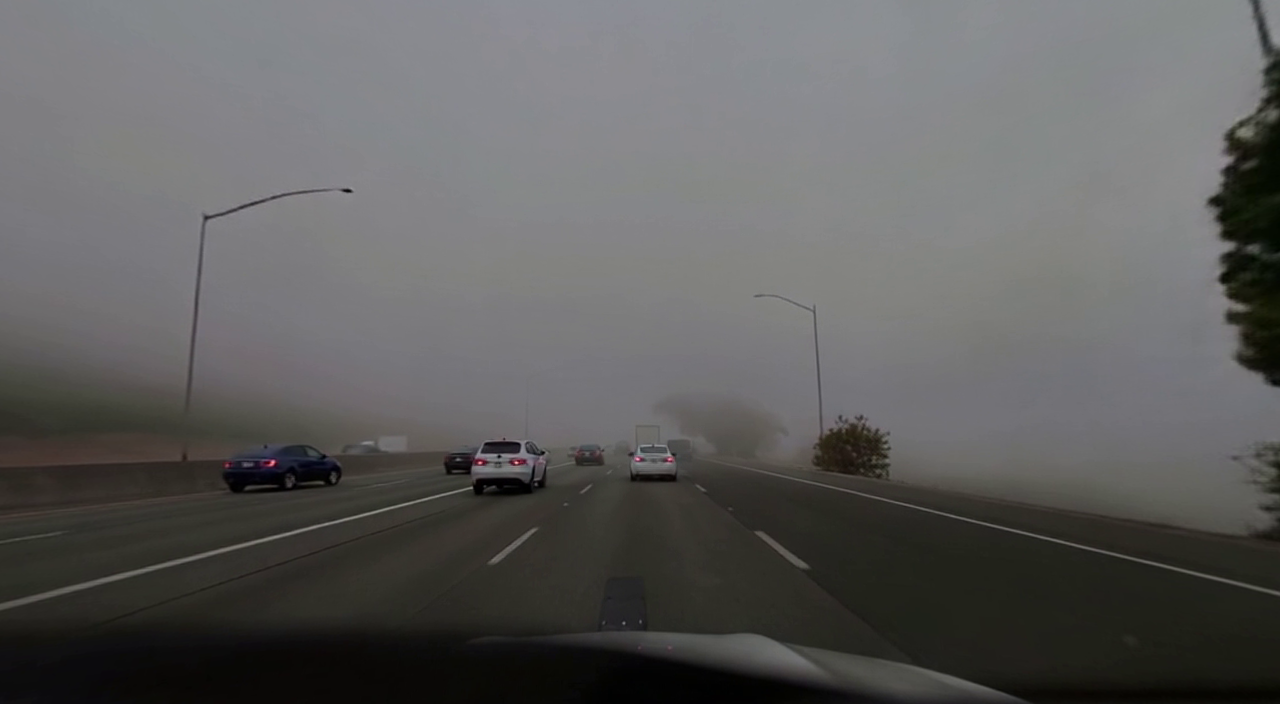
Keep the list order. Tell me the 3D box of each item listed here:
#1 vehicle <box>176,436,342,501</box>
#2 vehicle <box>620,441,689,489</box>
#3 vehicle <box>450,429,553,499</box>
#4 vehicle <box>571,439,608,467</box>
[{"bbox_3d":[-10.588,3.245,18.000,1.941,1.602,4.277,0,-8,2],"label":"vehicle"},{"bbox_3d":[0.441,3.717,21.088,2.054,1.421,4.090,0,-8,0],"label":"vehicle"},{"bbox_3d":[-3.746,3.098,17.854,1.903,1.721,4.210,0,-8,1],"label":"vehicle"},{"bbox_3d":[-3.146,6.414,40.139,1.897,1.646,4.049,0,-8,1],"label":"vehicle"}]
